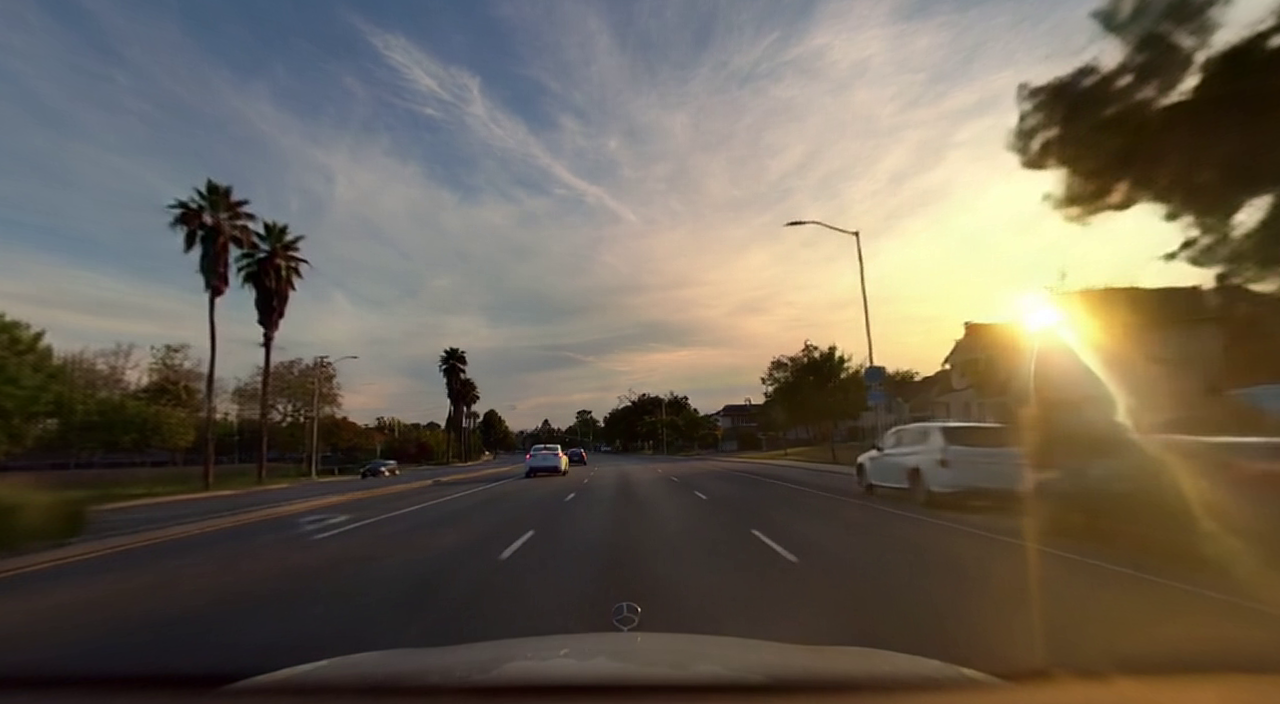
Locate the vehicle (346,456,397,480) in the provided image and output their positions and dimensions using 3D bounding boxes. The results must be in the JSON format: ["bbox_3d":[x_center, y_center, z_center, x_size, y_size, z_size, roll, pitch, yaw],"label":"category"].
[{"bbox_3d":[-20.120,8.701,47.510,2.180,1.539,4.244,-2,-8,-3],"label":"vehicle"}]

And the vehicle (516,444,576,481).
[{"bbox_3d":[-4.040,4.819,27.949,2.108,1.475,4.555,0,-8,-2],"label":"vehicle"}]

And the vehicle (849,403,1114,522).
[{"bbox_3d":[6.820,2.311,13.848,2.418,2.004,6.128,0,-8,0],"label":"vehicle"}]

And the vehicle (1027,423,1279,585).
[{"bbox_3d":[6.947,1.678,7.622,1.814,1.521,4.215,0,-8,-1],"label":"vehicle"}]
